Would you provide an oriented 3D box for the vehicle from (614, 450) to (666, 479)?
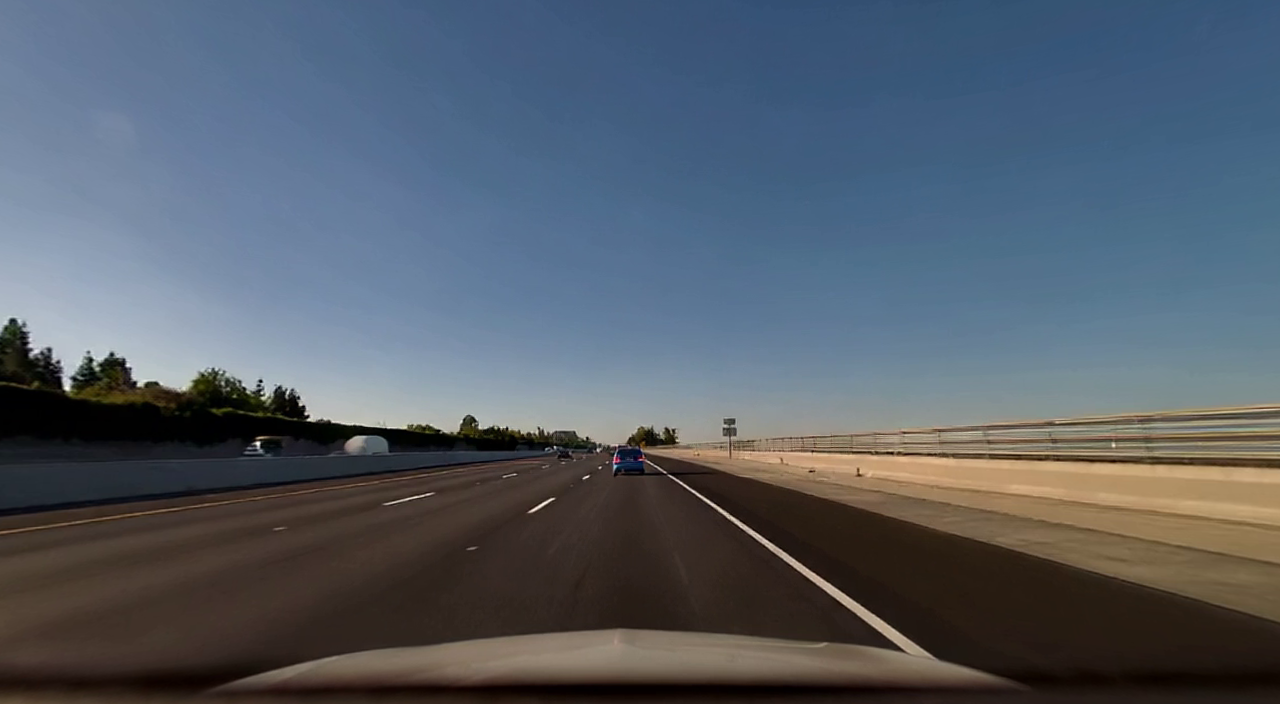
[{"bbox_3d":[-0.105,5.618,31.712,2.398,1.336,5.698,0,-9,-2],"label":"vehicle"}]
